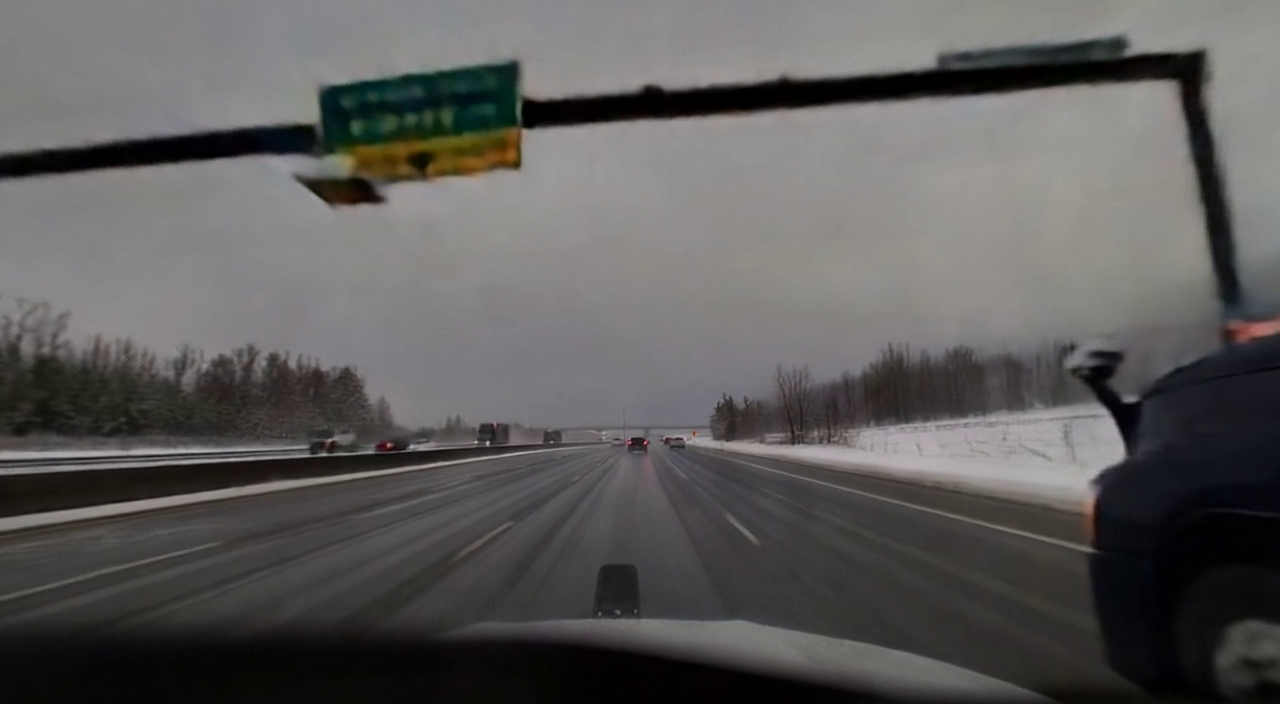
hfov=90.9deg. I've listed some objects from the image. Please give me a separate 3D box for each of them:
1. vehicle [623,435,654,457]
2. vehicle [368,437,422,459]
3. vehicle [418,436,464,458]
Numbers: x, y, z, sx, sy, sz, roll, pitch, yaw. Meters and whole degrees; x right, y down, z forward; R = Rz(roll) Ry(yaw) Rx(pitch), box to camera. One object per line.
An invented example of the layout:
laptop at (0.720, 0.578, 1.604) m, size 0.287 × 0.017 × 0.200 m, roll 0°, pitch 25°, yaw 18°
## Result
vehicle at (-0.129, 6.717, 45.270) m, size 2.140 × 1.475 × 3.969 m, roll 0°, pitch -8°, yaw 0°
vehicle at (-18.320, 7.183, 47.334) m, size 2.050 × 1.481 × 4.906 m, roll 0°, pitch -8°, yaw 1°
vehicle at (-14.154, 6.754, 44.955) m, size 1.976 × 1.489 × 3.932 m, roll 0°, pitch -8°, yaw 1°
